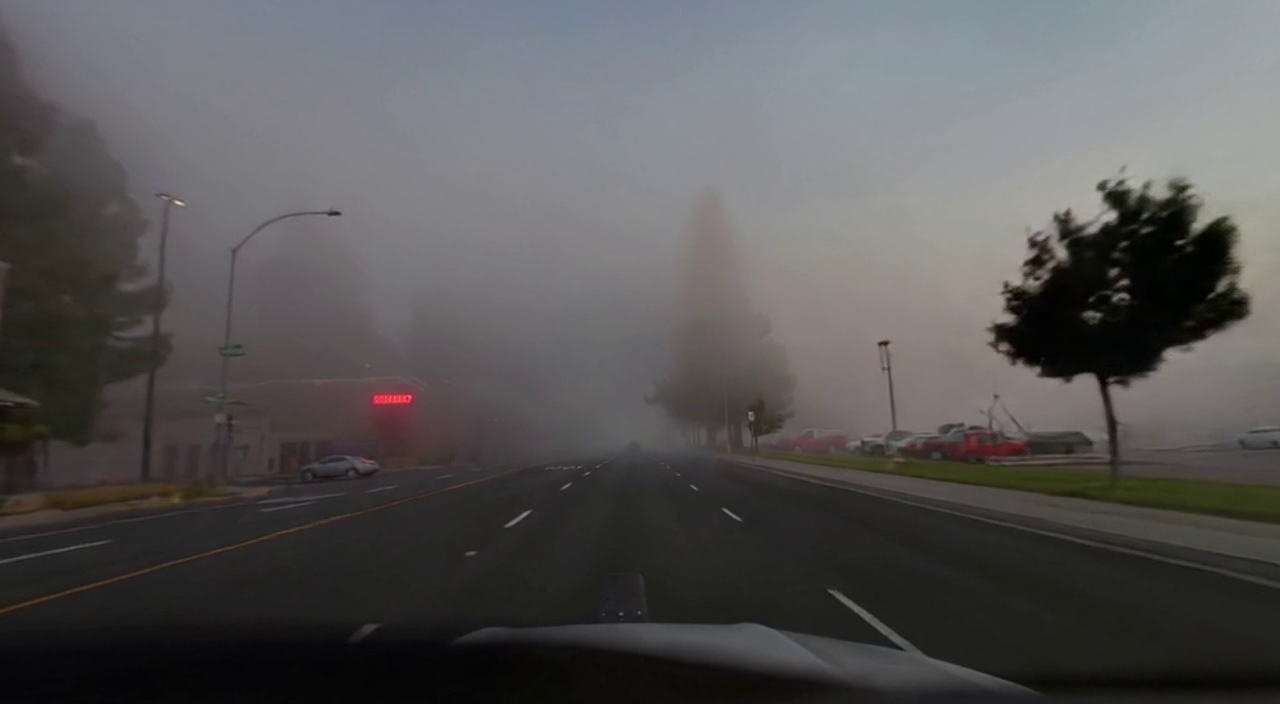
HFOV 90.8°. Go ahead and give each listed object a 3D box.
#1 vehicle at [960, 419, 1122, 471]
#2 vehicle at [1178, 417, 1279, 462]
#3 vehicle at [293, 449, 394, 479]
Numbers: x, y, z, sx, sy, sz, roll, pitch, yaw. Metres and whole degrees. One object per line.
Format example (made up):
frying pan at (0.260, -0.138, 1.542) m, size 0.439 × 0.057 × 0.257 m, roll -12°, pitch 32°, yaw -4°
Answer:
vehicle at (16.034, 3.729, 25.527) m, size 4.914 × 1.540 × 2.200 m, roll -6°, pitch -8°, yaw 2°
vehicle at (21.665, 3.172, 23.090) m, size 1.901 × 1.461 × 4.482 m, roll -4°, pitch -8°, yaw 26°
vehicle at (-16.960, 6.423, 36.378) m, size 4.752 × 1.523 × 2.123 m, roll 0°, pitch -8°, yaw -2°
